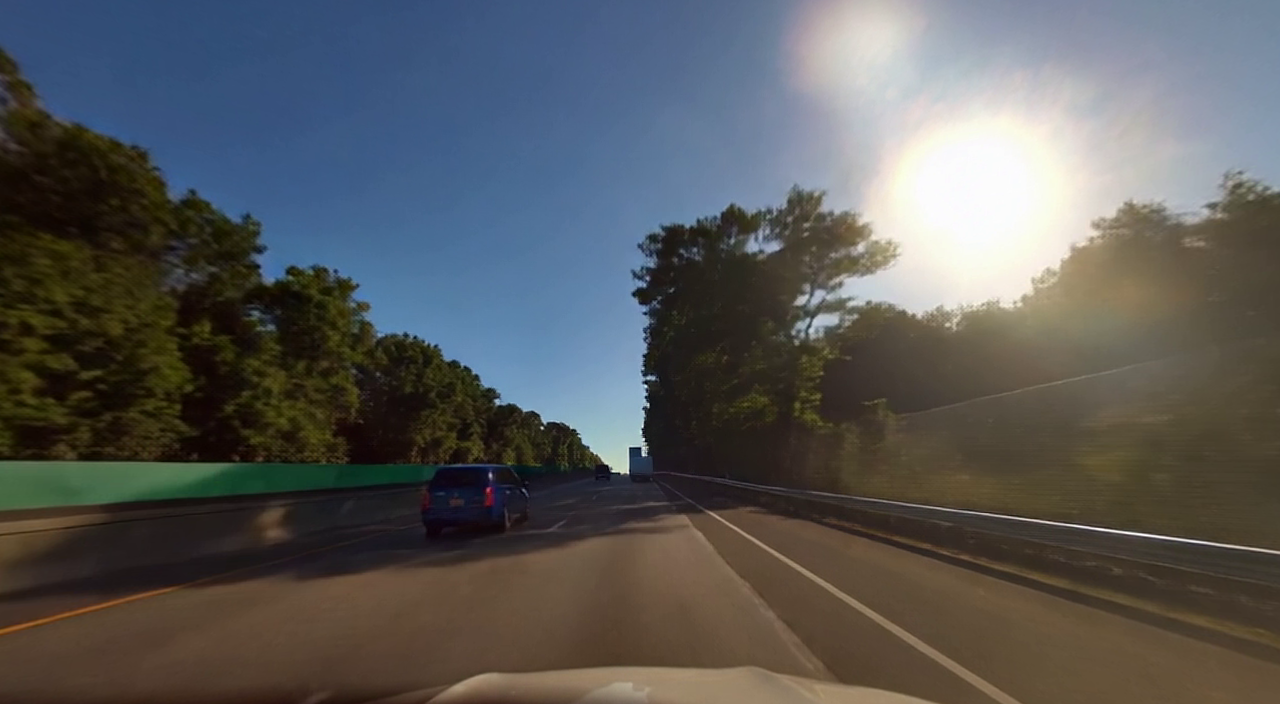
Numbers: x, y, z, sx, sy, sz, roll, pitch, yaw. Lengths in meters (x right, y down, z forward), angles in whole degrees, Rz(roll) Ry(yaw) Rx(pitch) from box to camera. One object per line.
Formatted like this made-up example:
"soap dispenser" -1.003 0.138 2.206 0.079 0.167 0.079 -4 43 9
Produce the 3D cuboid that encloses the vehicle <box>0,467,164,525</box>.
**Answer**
"vehicle" -16.259 4.076 18.226 1.724 1.460 4.153 1 -11 -1

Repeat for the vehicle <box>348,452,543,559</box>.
"vehicle" -3.130 2.617 11.286 2.038 1.490 4.391 1 -11 1
